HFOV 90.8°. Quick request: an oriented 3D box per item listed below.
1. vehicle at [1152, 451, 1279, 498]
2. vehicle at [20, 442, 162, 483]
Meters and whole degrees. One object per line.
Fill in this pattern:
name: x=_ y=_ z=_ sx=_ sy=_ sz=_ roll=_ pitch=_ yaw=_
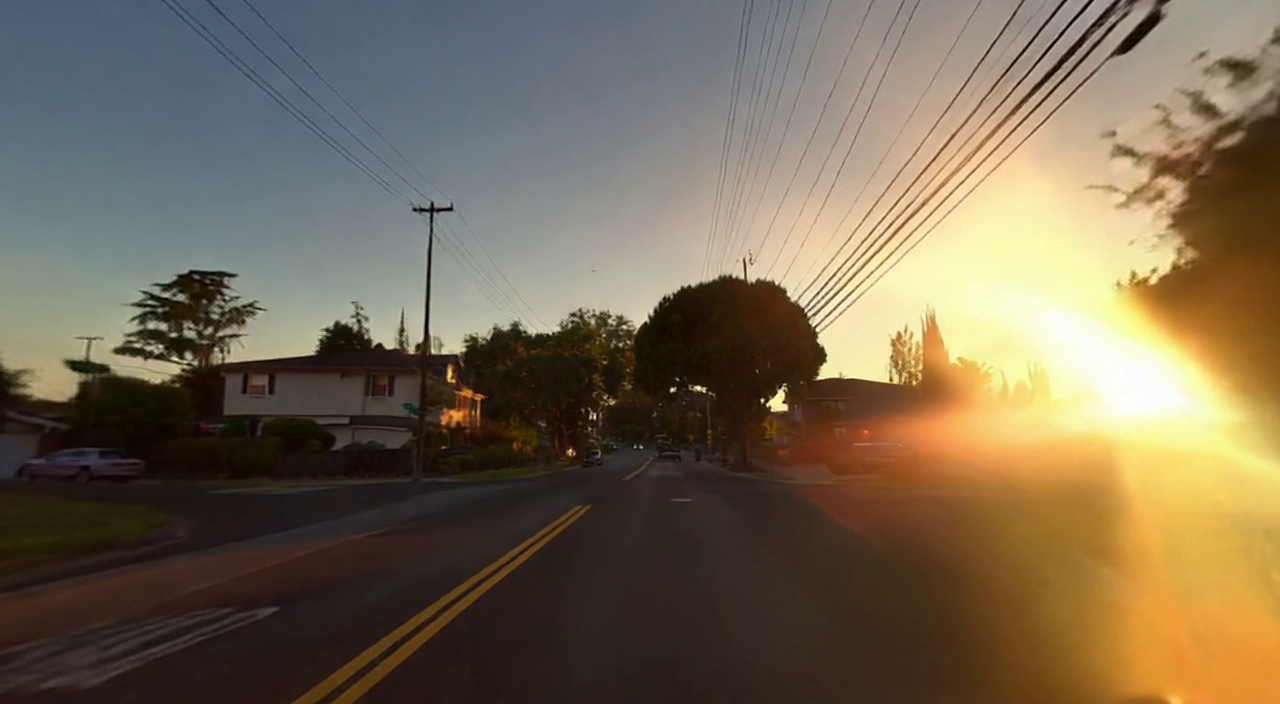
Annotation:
vehicle: x=20.962 y=4.233 z=22.033 sx=4.322 sy=1.499 sz=1.927 roll=-1 pitch=-9 yaw=7
vehicle: x=-22.340 y=4.482 z=25.846 sx=3.918 sy=1.577 sz=1.972 roll=0 pitch=-8 yaw=-1
